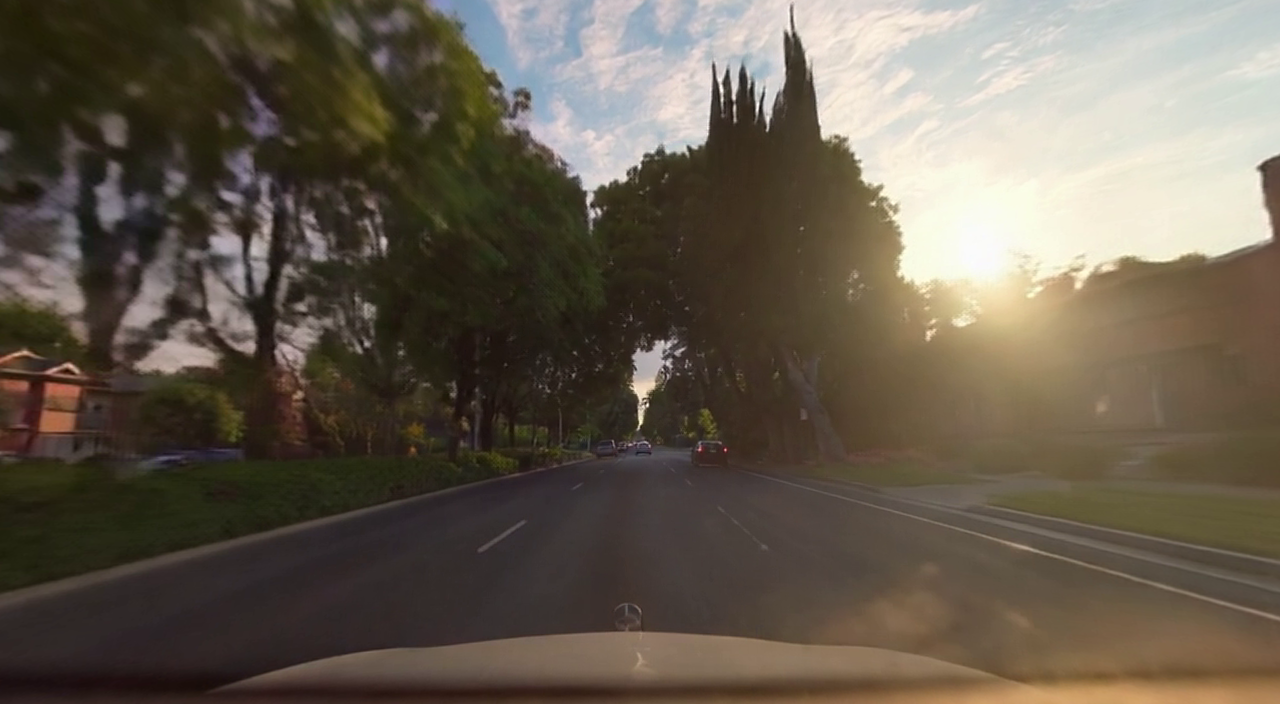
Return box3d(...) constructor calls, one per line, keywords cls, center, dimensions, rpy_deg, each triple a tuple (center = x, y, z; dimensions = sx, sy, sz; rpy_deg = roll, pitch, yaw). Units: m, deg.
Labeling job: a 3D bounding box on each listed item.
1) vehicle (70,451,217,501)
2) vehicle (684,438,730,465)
box3d(cls="vehicle", center=(-21.271, 5.285, 27.391), dimensions=(2.238, 1.778, 5.115), rpy_deg=(-3, -8, 1))
box3d(cls="vehicle", center=(3.999, 6.071, 38.653), dimensions=(2.237, 1.578, 4.621), rpy_deg=(0, -8, -1))
